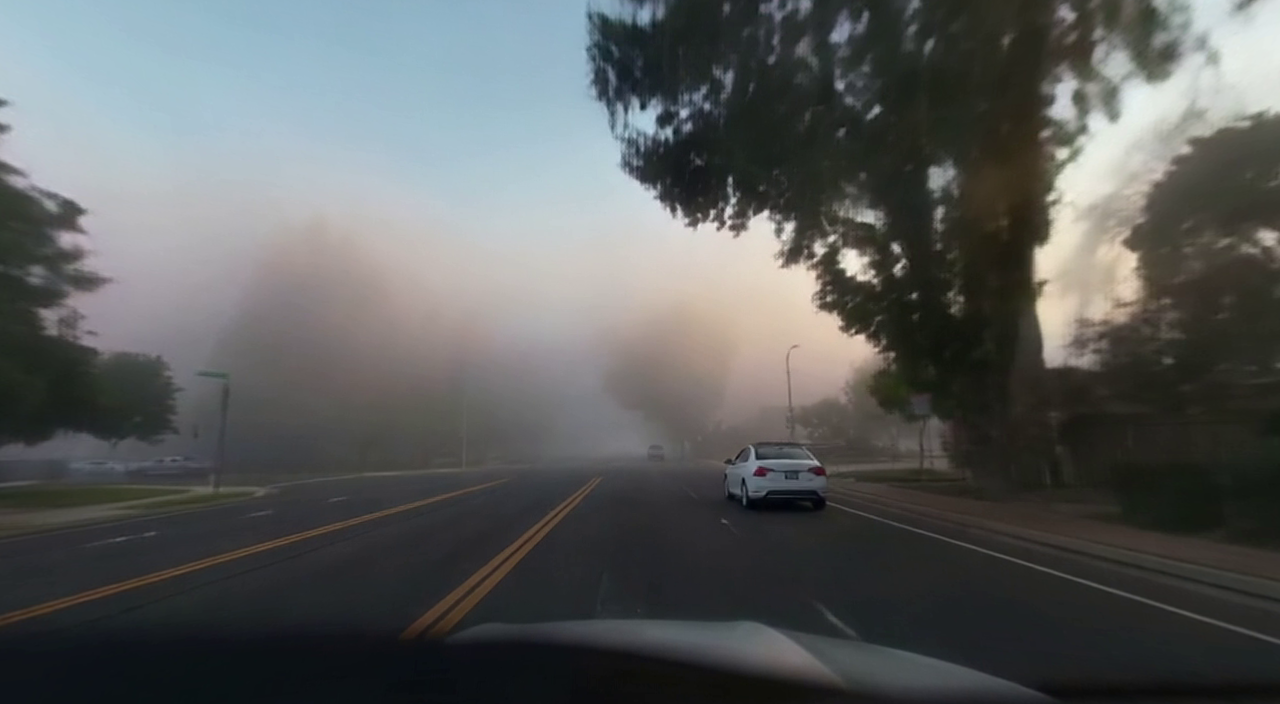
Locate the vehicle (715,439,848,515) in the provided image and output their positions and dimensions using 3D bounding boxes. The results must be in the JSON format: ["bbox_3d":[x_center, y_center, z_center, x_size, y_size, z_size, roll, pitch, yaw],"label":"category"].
[{"bbox_3d":[3.093,2.828,14.826,2.057,1.493,4.225,0,-9,-1],"label":"vehicle"}]

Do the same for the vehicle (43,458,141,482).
[{"bbox_3d":[-35.225,7.573,40.670,4.534,1.455,1.858,0,-9,1],"label":"vehicle"}]

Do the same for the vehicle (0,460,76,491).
[{"bbox_3d":[-31.710,6.193,31.860,4.684,1.435,1.893,0,-8,2],"label":"vehicle"}]

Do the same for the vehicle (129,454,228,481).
[{"bbox_3d":[-29.408,7.367,40.327,4.917,1.598,1.937,-1,-9,4],"label":"vehicle"}]
